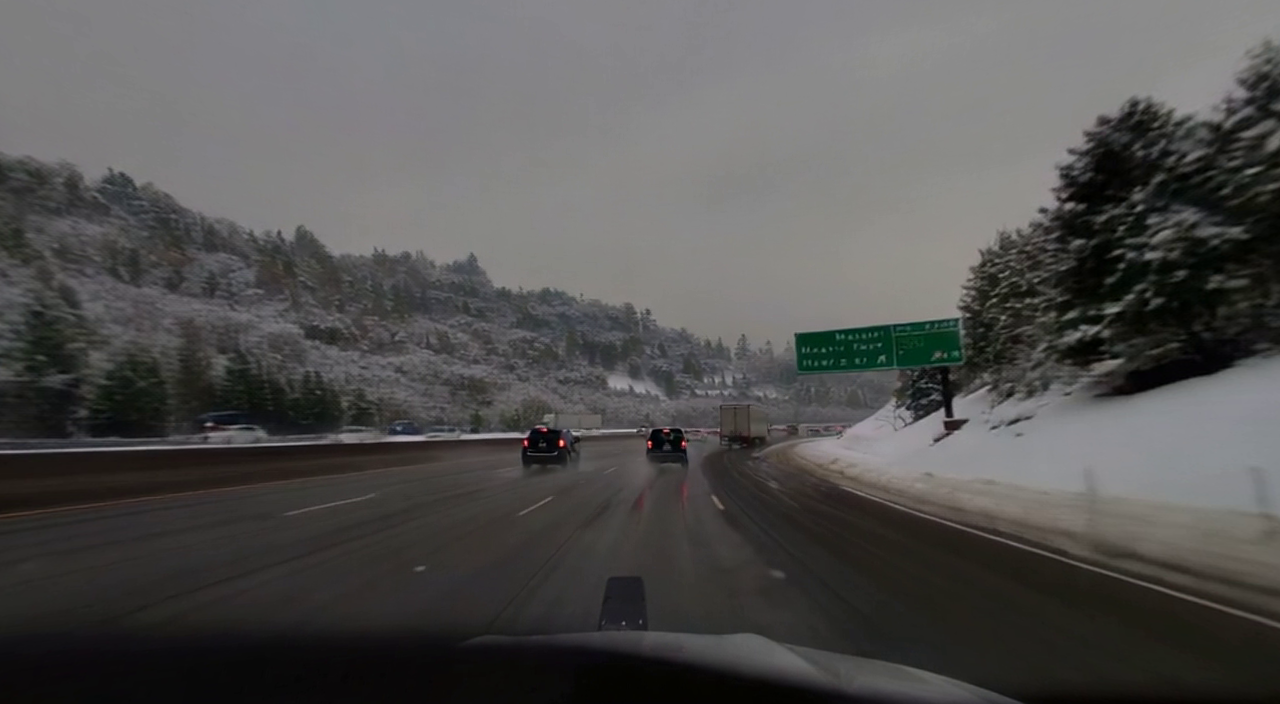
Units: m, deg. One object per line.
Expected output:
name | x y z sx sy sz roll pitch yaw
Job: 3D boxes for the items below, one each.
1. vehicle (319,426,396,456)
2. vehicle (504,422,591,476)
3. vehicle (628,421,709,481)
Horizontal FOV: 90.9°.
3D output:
vehicle | -15.806 5.011 35.524 1.962 1.529 4.464 -1 -8 5
vehicle | -3.128 3.412 22.304 2.077 1.712 4.406 -1 -8 4
vehicle | 1.030 3.362 21.649 2.484 1.820 4.497 -1 -8 4
